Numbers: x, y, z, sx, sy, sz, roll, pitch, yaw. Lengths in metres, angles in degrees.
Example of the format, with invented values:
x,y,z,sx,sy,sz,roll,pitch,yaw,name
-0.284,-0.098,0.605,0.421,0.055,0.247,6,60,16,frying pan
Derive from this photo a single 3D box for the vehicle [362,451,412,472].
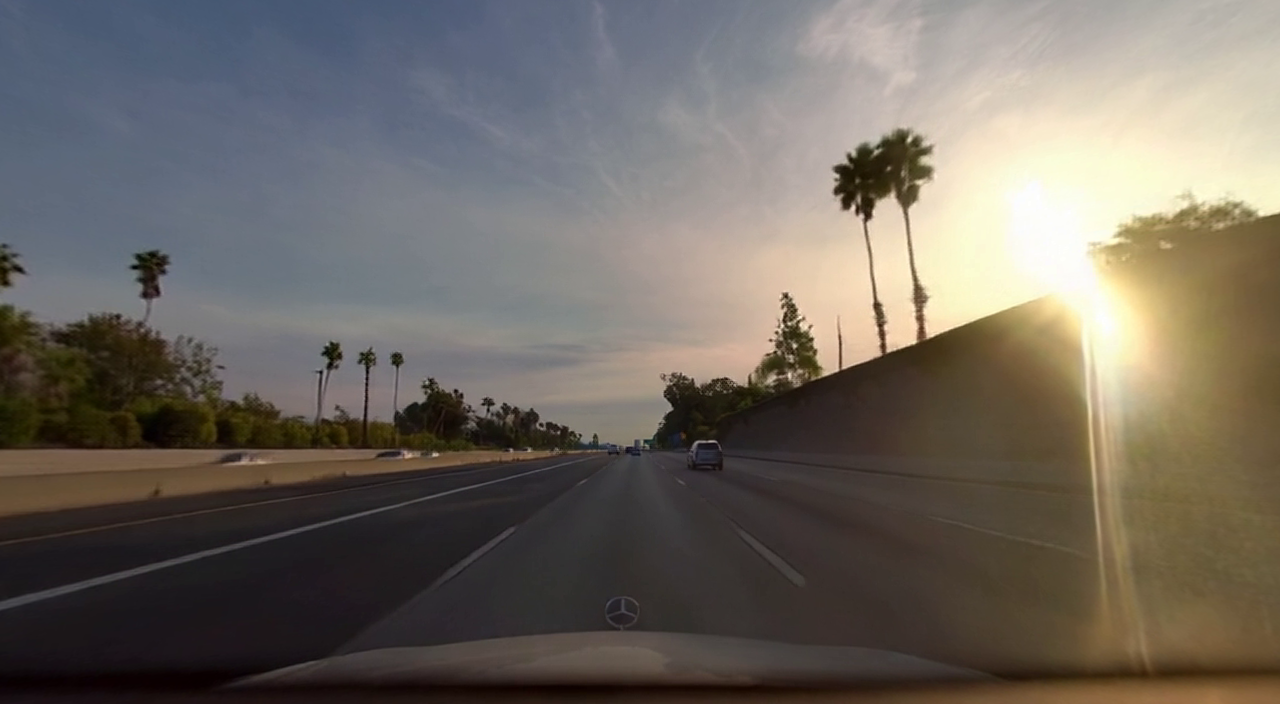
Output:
x,y,z,sx,sy,sz,roll,pitch,yaw,name
-19.795,8.594,49.650,1.954,1.499,4.820,0,-9,0,vehicle

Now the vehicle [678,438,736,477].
x,y,z,sx,sy,sz,roll,pitch,yaw,name
3.041,4.926,29.717,2.130,1.677,4.317,0,-9,-2,vehicle

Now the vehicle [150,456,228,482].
x,y,z,sx,sy,sz,roll,pitch,yaw,name
-31.152,8.067,43.810,1.980,1.648,4.724,0,-9,-1,vehicle
